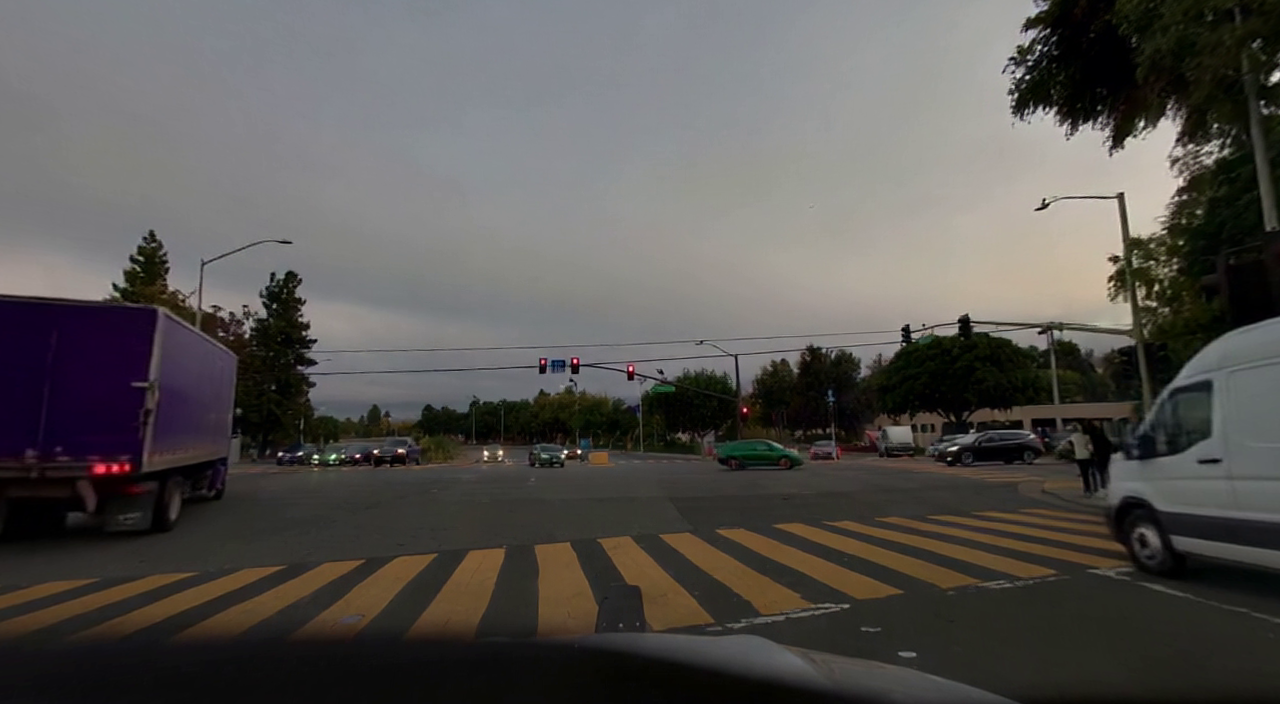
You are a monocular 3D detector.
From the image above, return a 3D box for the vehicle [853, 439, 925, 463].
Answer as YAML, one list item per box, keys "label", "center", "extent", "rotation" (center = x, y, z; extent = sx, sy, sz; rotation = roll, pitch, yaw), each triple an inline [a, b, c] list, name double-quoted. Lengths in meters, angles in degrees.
- label: "vehicle"
  center: [17.244, 6.838, 43.733]
  extent: [4.524, 1.560, 2.052]
  rotation: [4, -10, -28]

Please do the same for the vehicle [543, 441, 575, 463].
- label: "vehicle"
  center: [-5.662, 7.001, 44.301]
  extent: [2.086, 1.487, 4.846]
  rotation: [1, -9, -7]

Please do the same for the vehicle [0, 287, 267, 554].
- label: "vehicle"
  center: [-8.972, 1.216, 10.853]
  extent: [3.112, 3.230, 6.726]
  rotation: [3, -8, -20]

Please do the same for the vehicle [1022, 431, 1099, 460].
- label: "vehicle"
  center: [28.290, 6.290, 42.490]
  extent: [4.662, 1.840, 2.055]
  rotation: [4, -10, -26]

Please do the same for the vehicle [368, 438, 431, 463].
- label: "vehicle"
  center: [-17.399, 7.153, 45.984]
  extent: [2.189, 1.753, 4.785]
  rotation: [-1, -9, 8]

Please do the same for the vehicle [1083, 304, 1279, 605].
- label: "vehicle"
  center: [6.586, 0.784, 4.828]
  extent: [2.332, 2.511, 5.326]
  rotation: [0, -9, -2]

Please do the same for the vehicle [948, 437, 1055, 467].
- label: "vehicle"
  center: [19.067, 5.254, 33.341]
  extent: [4.911, 1.504, 2.109]
  rotation: [3, -9, -20]

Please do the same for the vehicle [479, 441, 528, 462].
- label: "vehicle"
  center: [-10.160, 7.465, 47.382]
  extent: [2.097, 1.484, 4.596]
  rotation: [-1, -9, 8]

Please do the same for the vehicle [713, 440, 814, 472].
- label: "vehicle"
  center: [5.970, 4.998, 30.518]
  extent: [4.487, 1.415, 1.911]
  rotation: [-3, -9, 20]

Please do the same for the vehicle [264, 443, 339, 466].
- label: "vehicle"
  center: [-21.843, 6.639, 40.973]
  extent: [1.859, 1.415, 4.591]
  rotation: [-1, -9, 8]

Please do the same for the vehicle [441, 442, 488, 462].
- label: "vehicle"
  center: [-13.199, 7.592, 47.843]
  extent: [1.845, 1.426, 4.289]
  rotation: [-1, -9, 8]
